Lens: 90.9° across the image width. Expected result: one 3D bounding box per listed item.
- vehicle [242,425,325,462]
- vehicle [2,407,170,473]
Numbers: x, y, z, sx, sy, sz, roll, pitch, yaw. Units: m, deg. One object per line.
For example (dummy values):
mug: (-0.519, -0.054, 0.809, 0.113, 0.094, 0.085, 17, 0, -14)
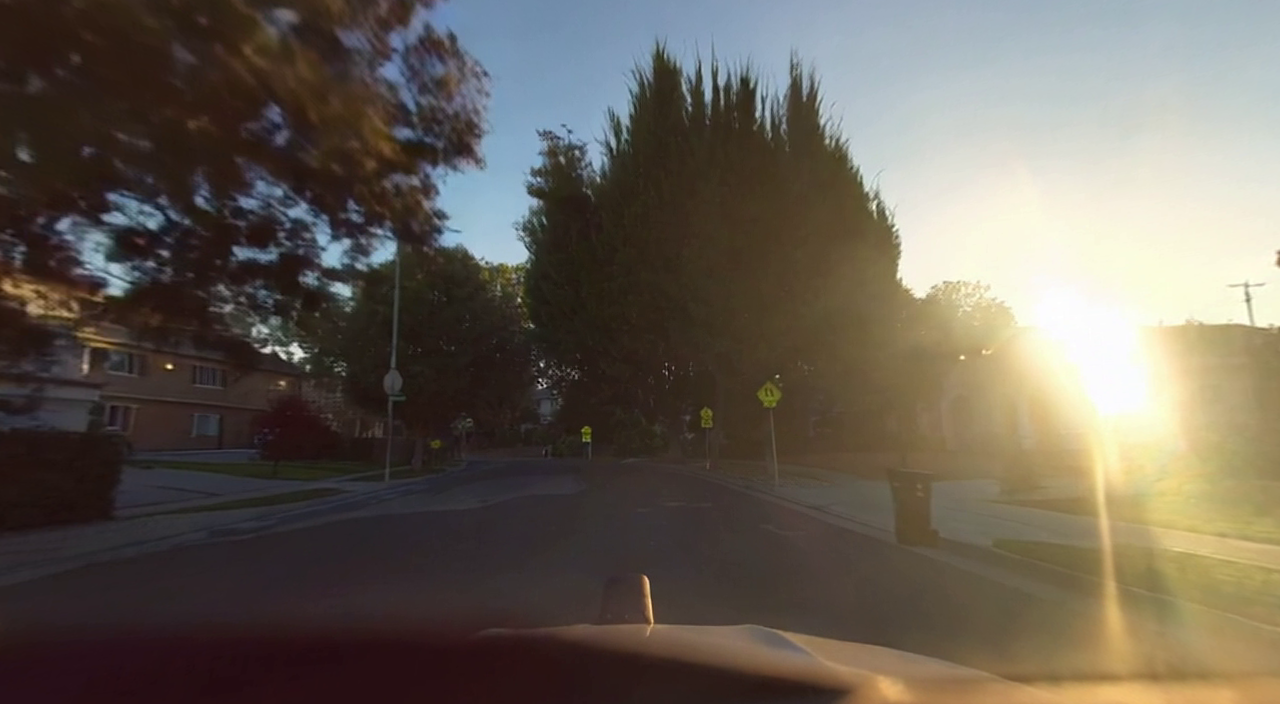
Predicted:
vehicle: (-20.060, 5.186, 35.801, 2.407, 1.912, 5.091, 1, -9, -9)
vehicle: (-18.011, 2.928, 20.847, 2.276, 1.948, 4.164, 2, -9, -12)
